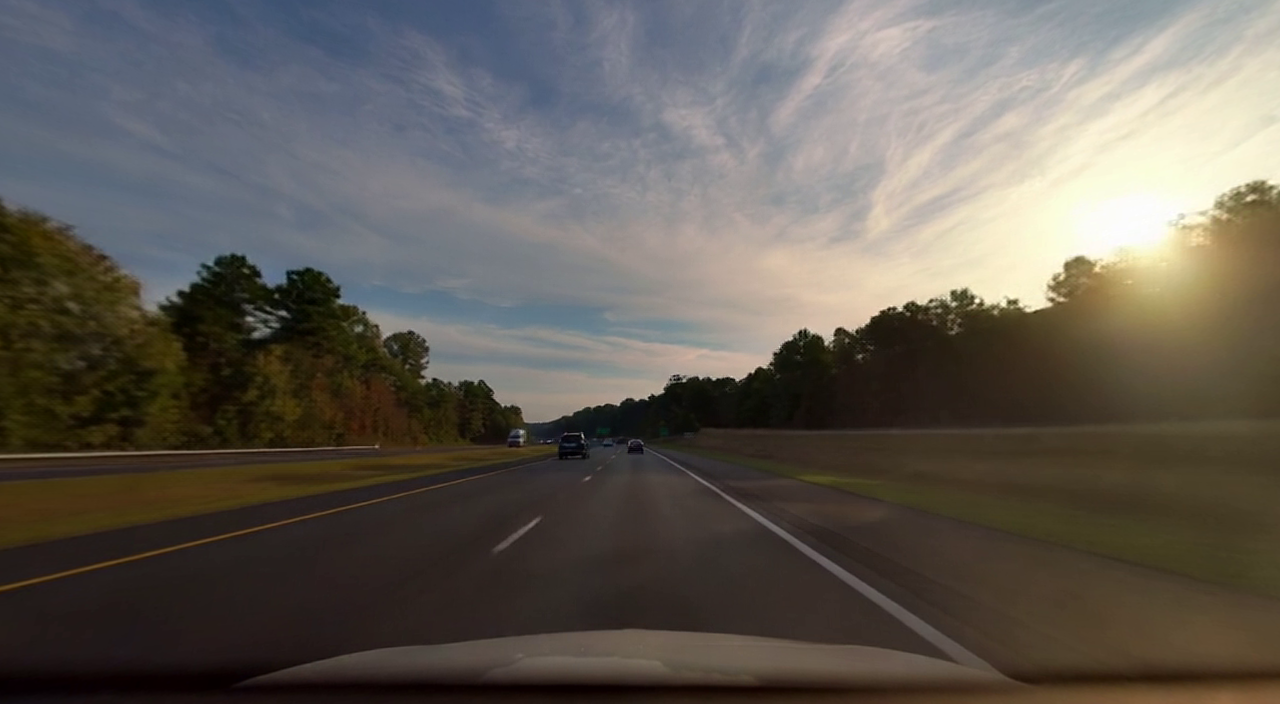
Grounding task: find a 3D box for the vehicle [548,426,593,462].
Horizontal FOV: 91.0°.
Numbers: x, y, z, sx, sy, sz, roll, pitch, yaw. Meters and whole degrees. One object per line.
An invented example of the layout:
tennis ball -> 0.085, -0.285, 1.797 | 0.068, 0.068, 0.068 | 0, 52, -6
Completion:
vehicle -> -4.160, 5.660, 38.602 | 2.241, 2.034, 4.890 | 0, -8, 0
